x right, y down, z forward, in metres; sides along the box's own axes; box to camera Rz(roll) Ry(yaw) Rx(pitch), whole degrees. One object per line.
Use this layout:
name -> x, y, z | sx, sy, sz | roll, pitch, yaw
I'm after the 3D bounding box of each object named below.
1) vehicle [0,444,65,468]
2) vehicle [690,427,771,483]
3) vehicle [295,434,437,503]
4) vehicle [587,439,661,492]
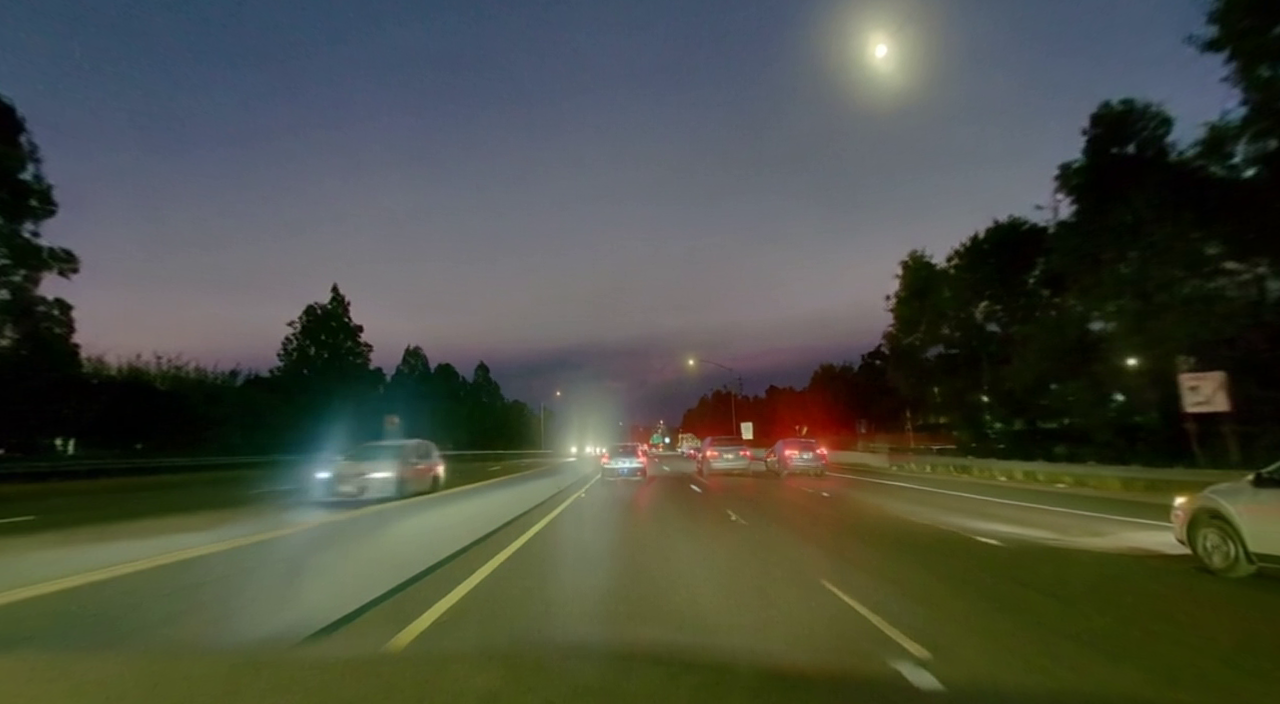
vehicle -> -37.872, 6.413, 38.866 | 3.332, 1.408, 1.576 | 0, -8, -2
vehicle -> 3.237, 3.808, 23.548 | 2.186, 1.842, 4.553 | 0, -8, -2
vehicle -> -7.346, 3.140, 17.495 | 1.939, 1.661, 4.295 | 0, -8, 1
vehicle -> -0.450, 3.433, 19.523 | 2.040, 1.451, 3.736 | 0, -8, 0
